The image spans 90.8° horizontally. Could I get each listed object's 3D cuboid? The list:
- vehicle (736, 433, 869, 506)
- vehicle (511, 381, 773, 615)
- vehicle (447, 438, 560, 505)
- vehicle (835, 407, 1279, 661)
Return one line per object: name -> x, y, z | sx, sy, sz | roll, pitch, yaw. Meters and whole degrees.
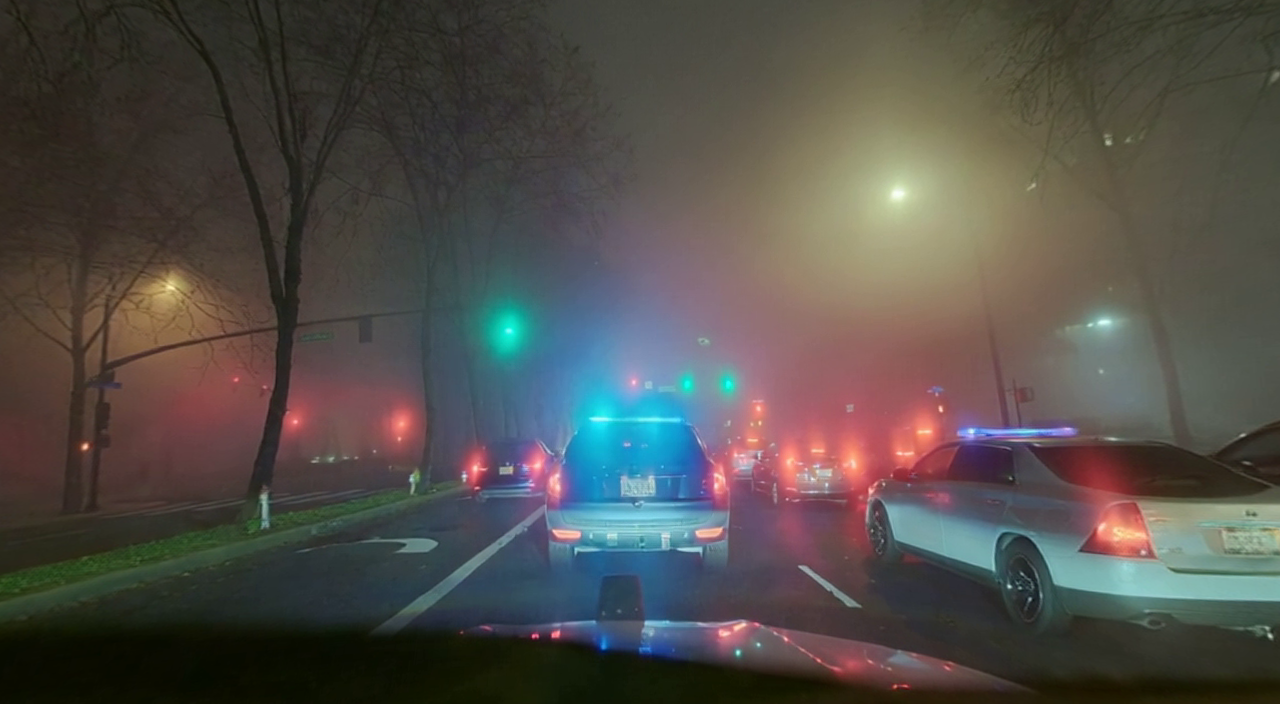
vehicle -> 3.648, 2.708, 15.059 | 1.940, 1.474, 4.234 | 0, -8, -1
vehicle -> -0.037, 1.464, 7.267 | 2.038, 1.819, 4.505 | 0, -8, -1
vehicle -> -3.315, 2.979, 16.220 | 1.913, 1.464, 4.276 | 0, -8, 0
vehicle -> 3.643, 1.407, 6.074 | 1.995, 1.483, 4.533 | 0, -8, -1
